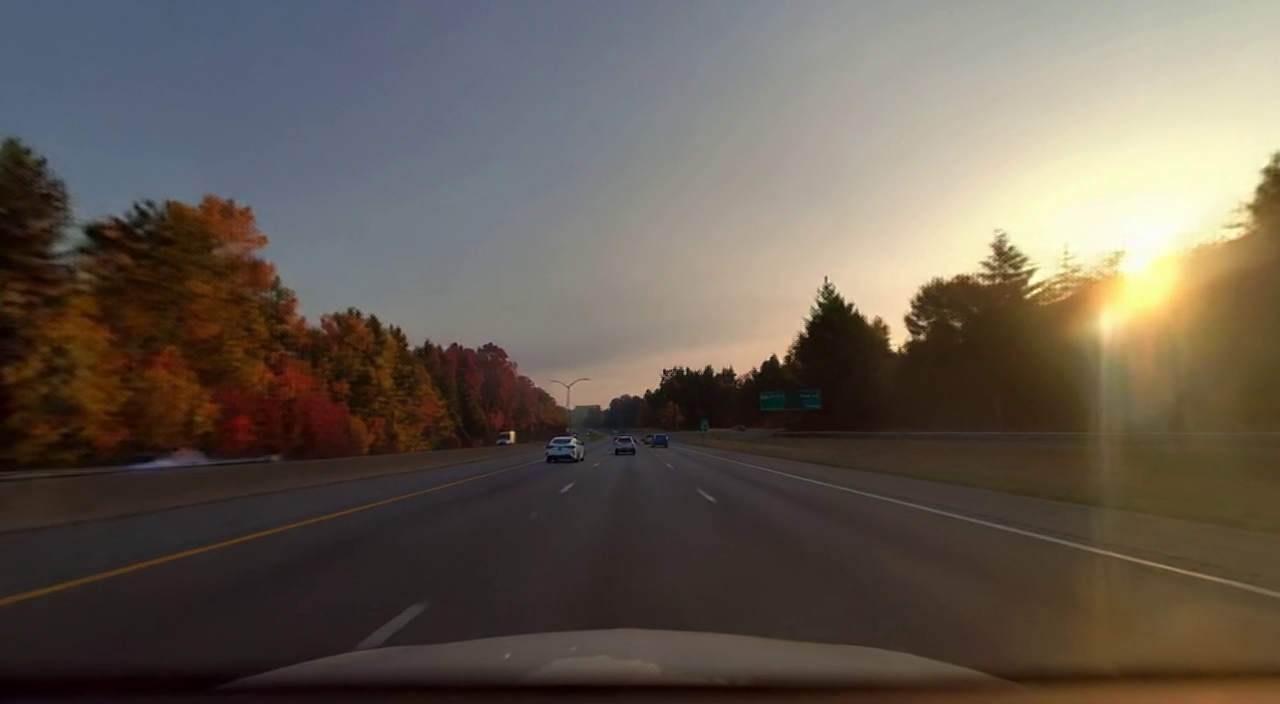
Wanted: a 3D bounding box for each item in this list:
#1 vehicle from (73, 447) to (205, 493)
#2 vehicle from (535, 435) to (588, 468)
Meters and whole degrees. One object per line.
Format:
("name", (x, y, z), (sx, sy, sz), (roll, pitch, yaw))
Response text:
("vehicle", (-20.150, 4.711, 25.560), (1.903, 1.620, 4.186), (0, -8, -1))
("vehicle", (-3.866, 4.952, 31.604), (2.103, 1.507, 4.367), (0, -8, 0))
